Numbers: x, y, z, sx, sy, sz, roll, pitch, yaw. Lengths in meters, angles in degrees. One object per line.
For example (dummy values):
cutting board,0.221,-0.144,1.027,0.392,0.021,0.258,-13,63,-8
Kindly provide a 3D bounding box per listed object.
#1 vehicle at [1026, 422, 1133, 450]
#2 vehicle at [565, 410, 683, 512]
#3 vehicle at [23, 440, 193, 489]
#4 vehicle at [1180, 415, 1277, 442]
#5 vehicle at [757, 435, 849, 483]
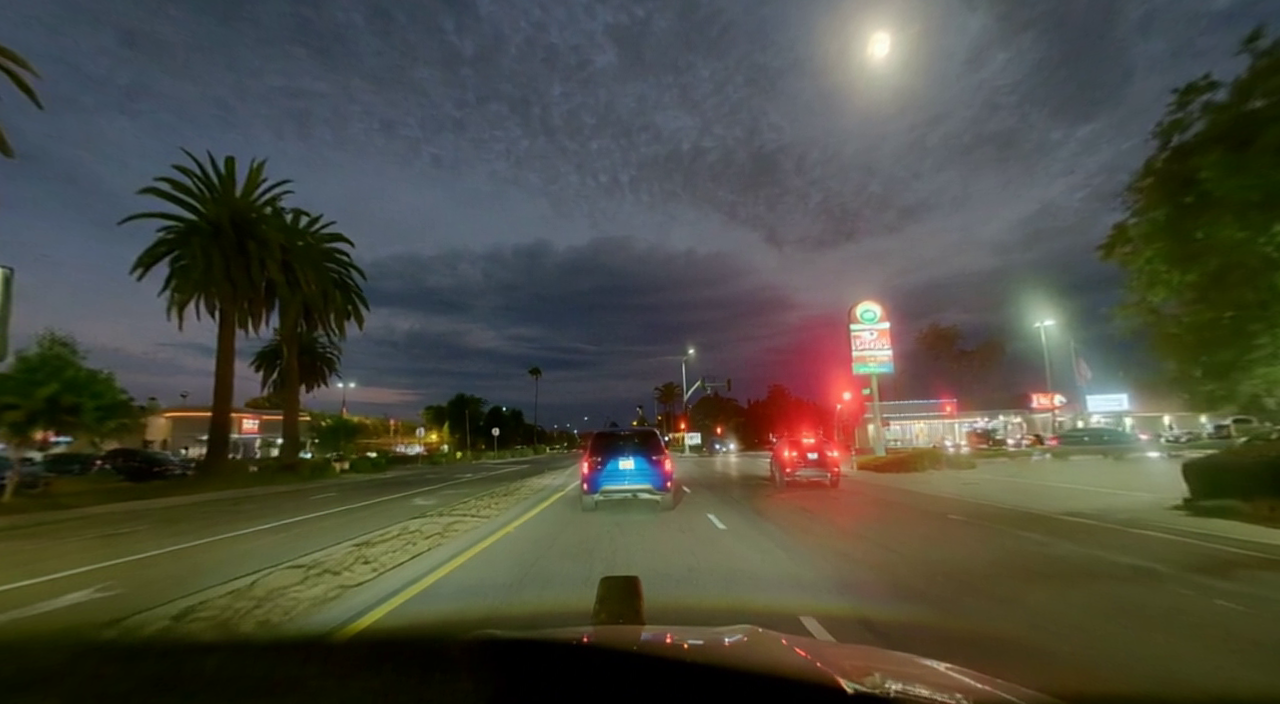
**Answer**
vehicle,29.189,5.648,42.167,5.390,1.773,2.119,-3,-9,21
vehicle,-0.437,2.432,14.506,2.263,1.932,4.709,0,-8,-3
vehicle,-19.324,4.074,23.101,4.510,1.682,1.902,0,-8,2
vehicle,44.225,5.837,47.641,4.931,1.912,1.893,-5,-10,32
vehicle,5.803,3.883,23.169,2.086,1.560,4.542,0,-8,-1
